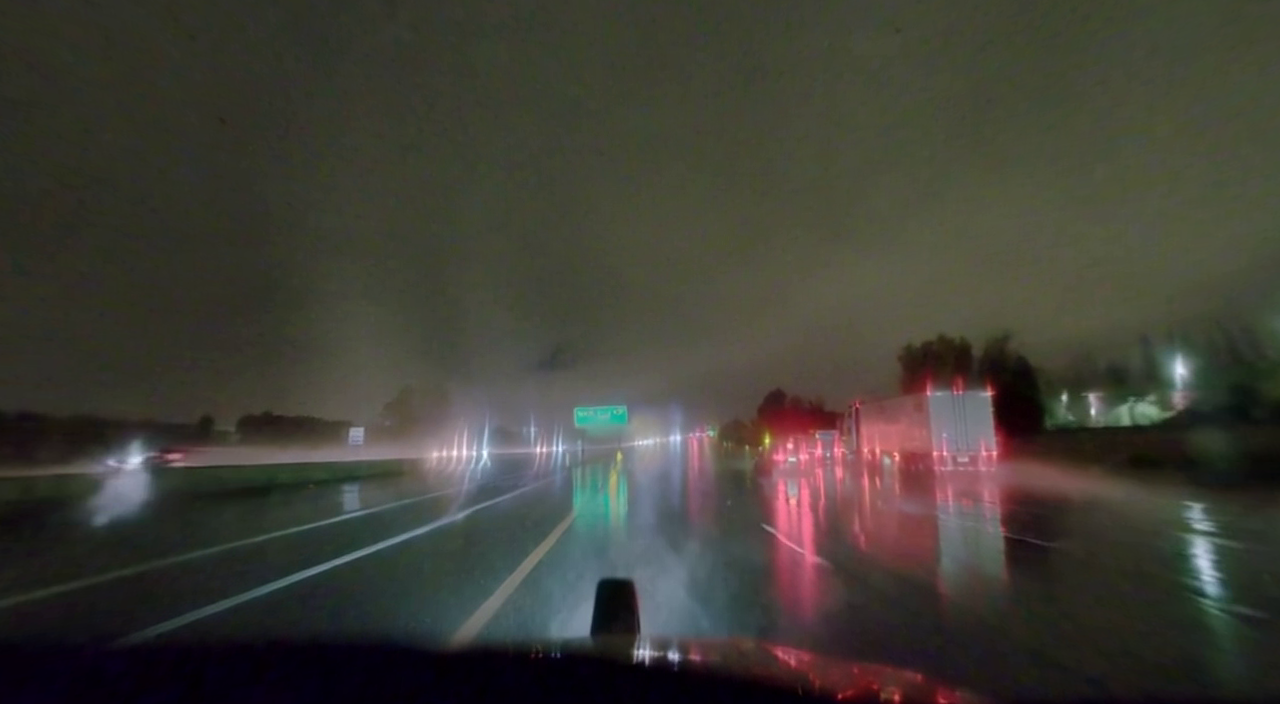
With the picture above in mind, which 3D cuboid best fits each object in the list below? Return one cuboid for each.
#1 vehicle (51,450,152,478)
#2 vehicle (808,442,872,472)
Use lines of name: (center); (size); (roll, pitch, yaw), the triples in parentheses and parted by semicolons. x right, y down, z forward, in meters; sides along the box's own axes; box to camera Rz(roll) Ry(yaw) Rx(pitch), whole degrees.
vehicle: (-37.662, 7.810, 44.468); (2.108, 1.819, 5.658); (0, -9, 0)
vehicle: (11.284, 5.939, 35.980); (2.229, 1.599, 4.253); (0, -9, -1)
